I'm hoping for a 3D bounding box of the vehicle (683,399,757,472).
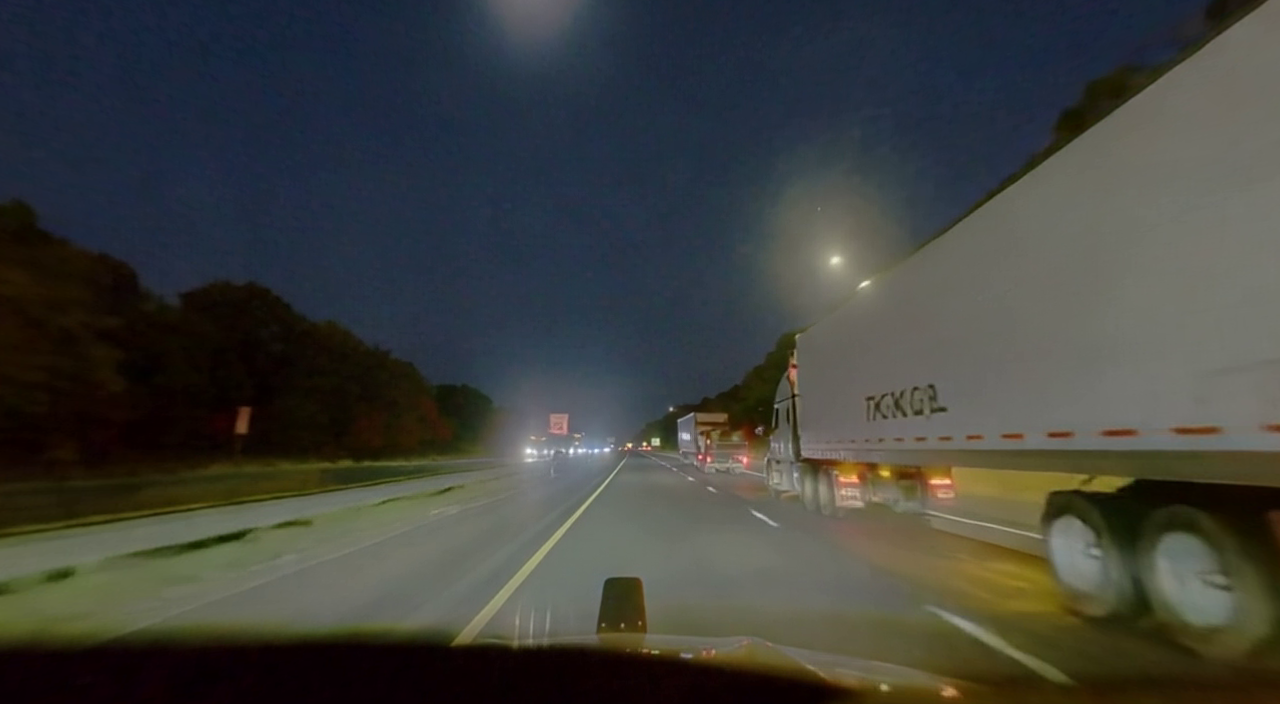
[{"bbox_3d":[4.903,5.744,42.171,2.983,4.030,14.444,0,-9,0],"label":"vehicle"}]

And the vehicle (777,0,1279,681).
[{"bbox_3d":[5.014,0.588,8.776,2.929,4.093,14.258,0,-9,0],"label":"vehicle"}]
